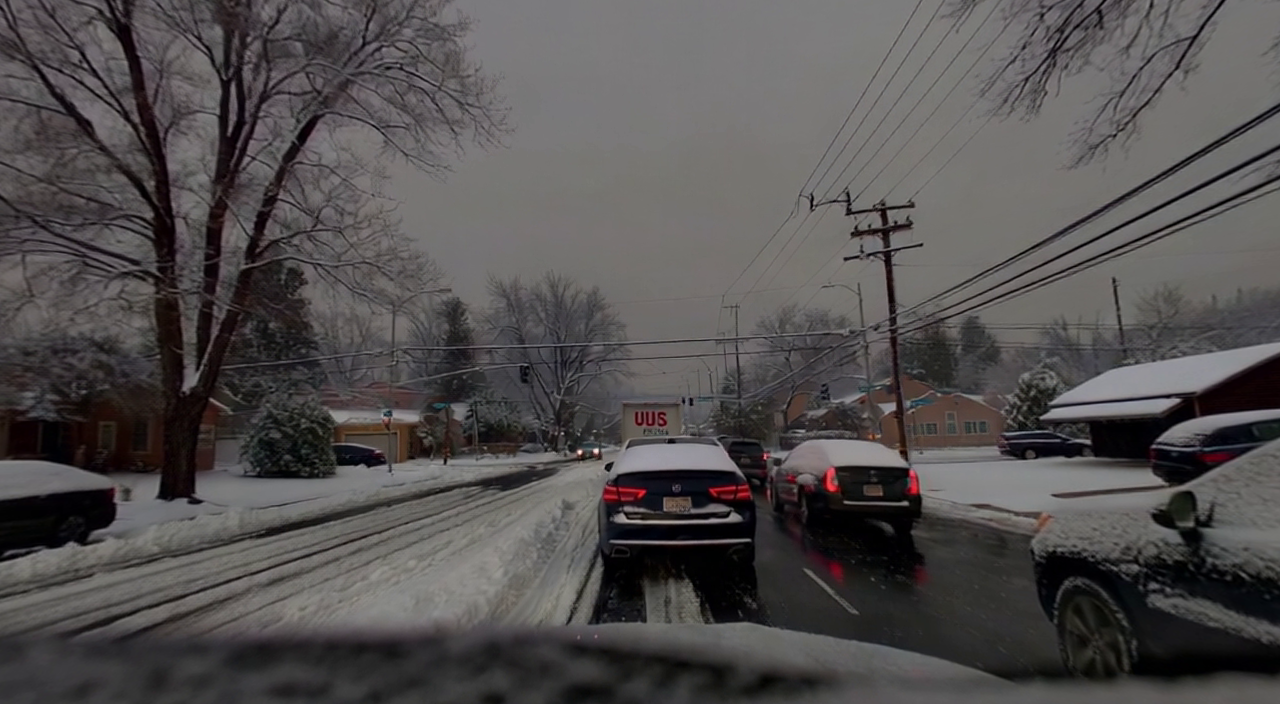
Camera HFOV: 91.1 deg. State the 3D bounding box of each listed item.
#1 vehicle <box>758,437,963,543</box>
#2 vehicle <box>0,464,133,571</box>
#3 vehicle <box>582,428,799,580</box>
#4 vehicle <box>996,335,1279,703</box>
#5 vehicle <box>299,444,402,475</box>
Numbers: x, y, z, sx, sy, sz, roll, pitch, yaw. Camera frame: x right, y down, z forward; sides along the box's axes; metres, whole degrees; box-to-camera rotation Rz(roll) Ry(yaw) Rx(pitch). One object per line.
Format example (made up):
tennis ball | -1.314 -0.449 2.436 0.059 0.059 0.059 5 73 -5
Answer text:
vehicle | 3.533 2.280 11.121 1.993 1.479 4.487 0 -8 0
vehicle | -10.343 2.453 9.126 1.925 1.482 4.753 0 -8 1
vehicle | 0.503 1.844 8.518 2.158 1.499 4.377 0 -8 0
vehicle | 3.316 0.711 1.594 2.069 1.722 4.888 0 -8 2
vehicle | -17.447 6.464 37.948 5.274 1.793 1.921 0 -8 2
